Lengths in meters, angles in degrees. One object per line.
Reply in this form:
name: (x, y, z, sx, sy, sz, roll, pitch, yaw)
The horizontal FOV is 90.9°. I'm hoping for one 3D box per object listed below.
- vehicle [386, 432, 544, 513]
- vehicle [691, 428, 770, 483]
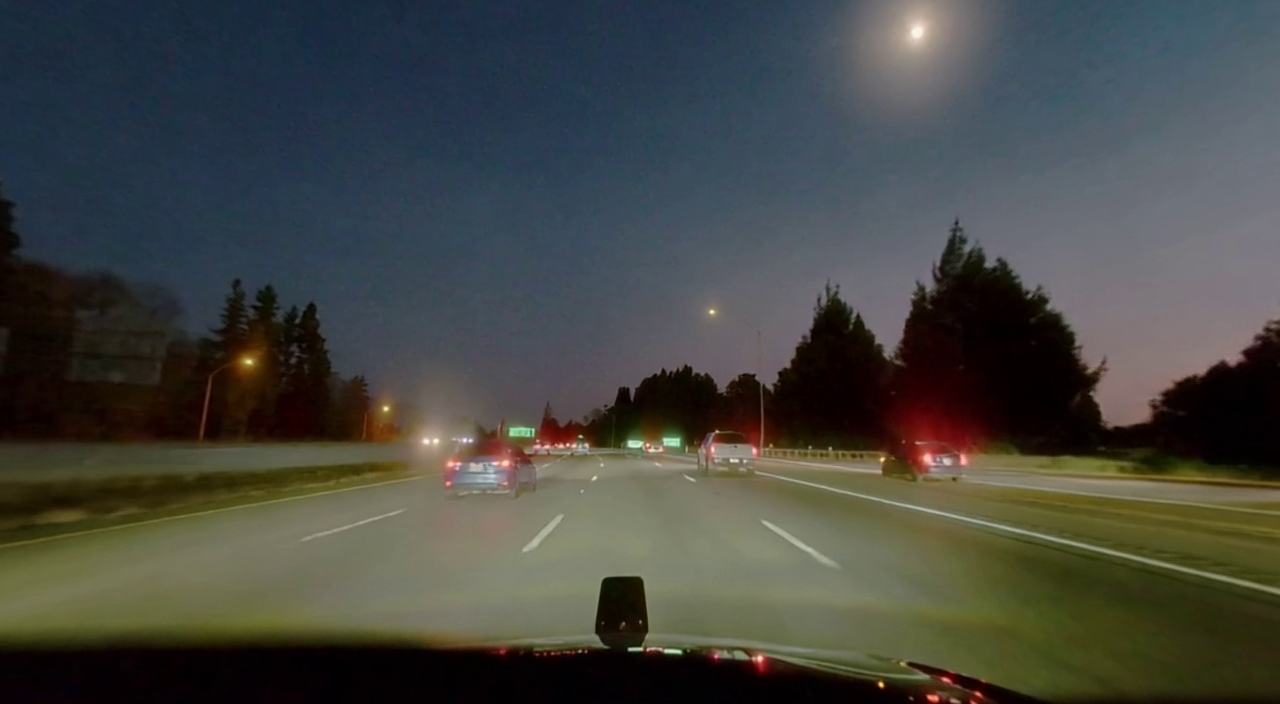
vehicle: (-3.659, 2.645, 14.323, 2.183, 1.486, 4.848, 0, -9, 0)
vehicle: (3.152, 3.731, 22.853, 2.043, 1.795, 4.347, 0, -9, -2)
